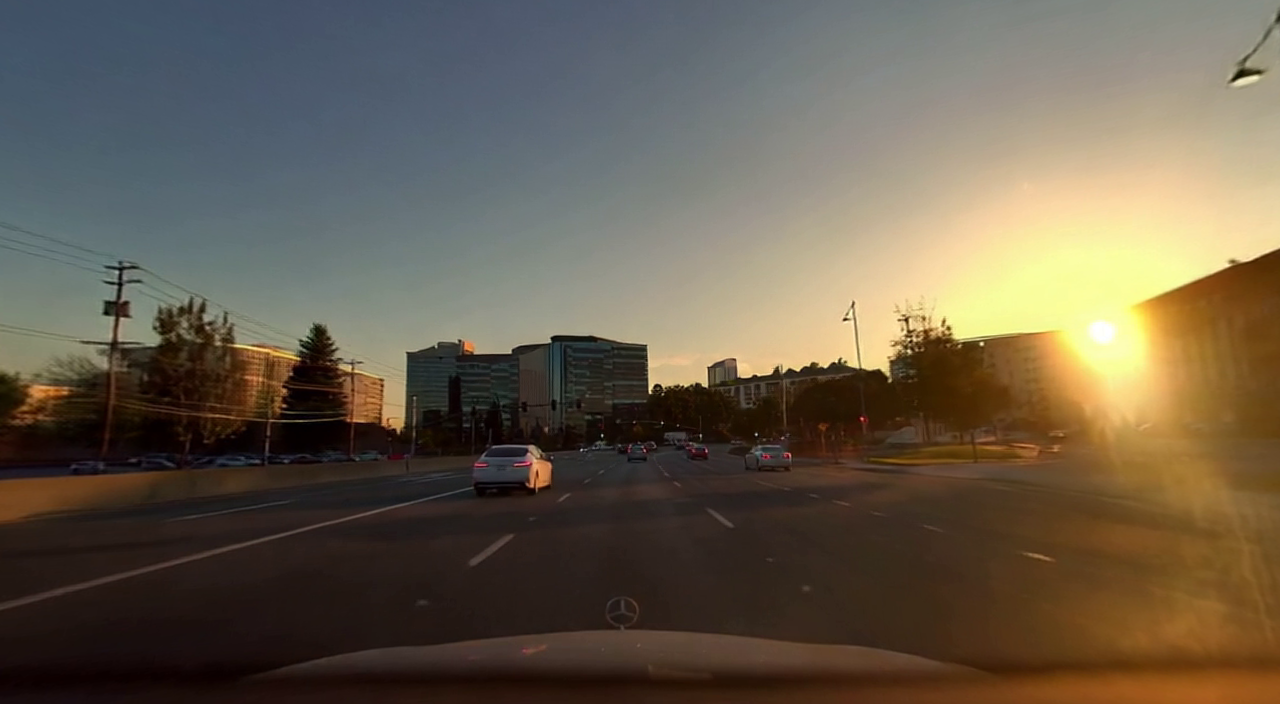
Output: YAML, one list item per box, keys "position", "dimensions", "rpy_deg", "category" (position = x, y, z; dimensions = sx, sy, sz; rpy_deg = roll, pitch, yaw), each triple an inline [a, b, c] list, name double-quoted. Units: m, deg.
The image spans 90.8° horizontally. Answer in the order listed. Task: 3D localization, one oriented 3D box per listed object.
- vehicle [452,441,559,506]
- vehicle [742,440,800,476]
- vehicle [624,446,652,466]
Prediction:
- position: [-3.358, 3.112, 16.627]
  dimensions: [1.837, 1.463, 4.311]
  rpy_deg: [0, -9, 0]
  category: "vehicle"
- position: [6.565, 5.366, 32.134]
  dimensions: [1.945, 1.706, 4.190]
  rpy_deg: [0, -9, -1]
  category: "vehicle"
- position: [-0.134, 7.901, 48.186]
  dimensions: [2.098, 1.431, 3.958]
  rpy_deg: [0, -9, 0]
  category: "vehicle"
